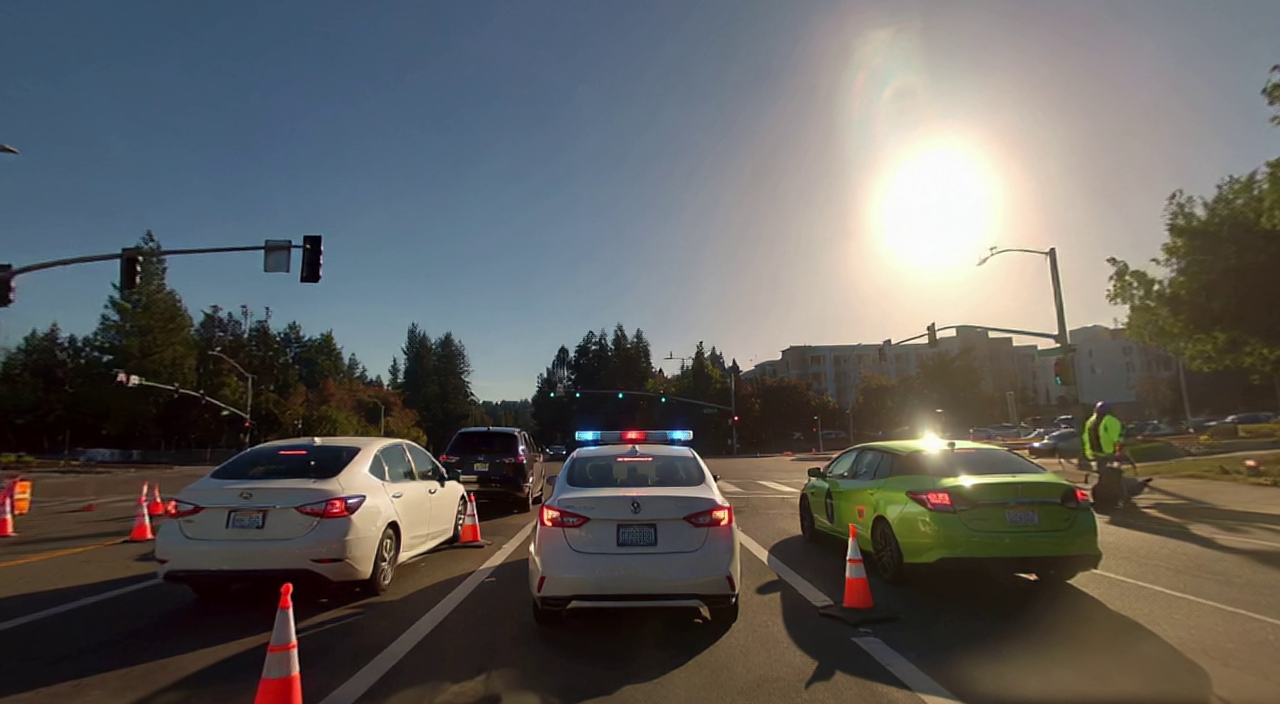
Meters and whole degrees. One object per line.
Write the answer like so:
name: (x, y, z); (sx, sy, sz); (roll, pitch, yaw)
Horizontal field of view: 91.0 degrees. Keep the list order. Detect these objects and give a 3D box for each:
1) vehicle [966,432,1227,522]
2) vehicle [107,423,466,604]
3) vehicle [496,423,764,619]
vehicle: (9.358, 2.582, 13.584); (1.957, 1.576, 4.670); (0, -9, -3)
vehicle: (-3.593, 1.681, 7.446); (1.863, 1.526, 4.006); (0, -8, 1)
vehicle: (-0.121, 1.628, 7.089); (2.061, 1.486, 4.332); (0, -8, -1)
